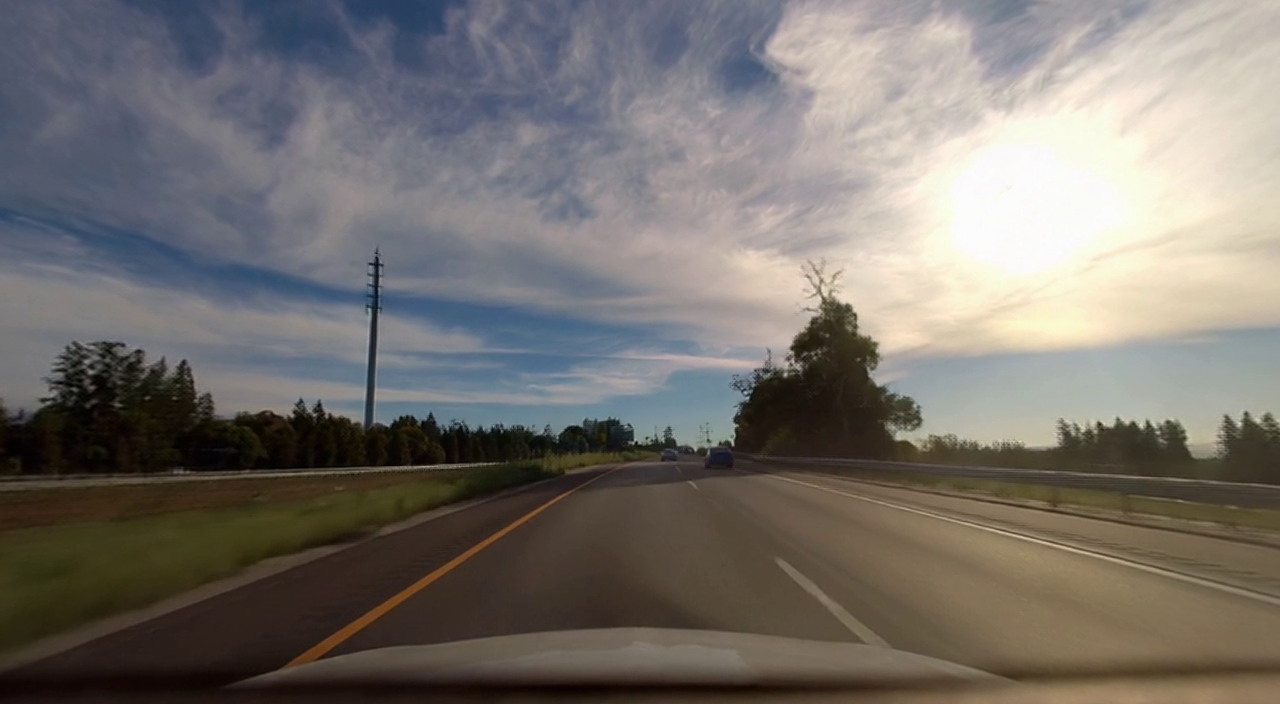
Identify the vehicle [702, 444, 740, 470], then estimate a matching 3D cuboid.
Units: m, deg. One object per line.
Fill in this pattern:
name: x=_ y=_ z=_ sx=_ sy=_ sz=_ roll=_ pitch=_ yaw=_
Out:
vehicle: x=5.069 y=6.599 z=39.976 sx=2.030 sy=1.526 sz=4.165 roll=0 pitch=-8 yaw=2
